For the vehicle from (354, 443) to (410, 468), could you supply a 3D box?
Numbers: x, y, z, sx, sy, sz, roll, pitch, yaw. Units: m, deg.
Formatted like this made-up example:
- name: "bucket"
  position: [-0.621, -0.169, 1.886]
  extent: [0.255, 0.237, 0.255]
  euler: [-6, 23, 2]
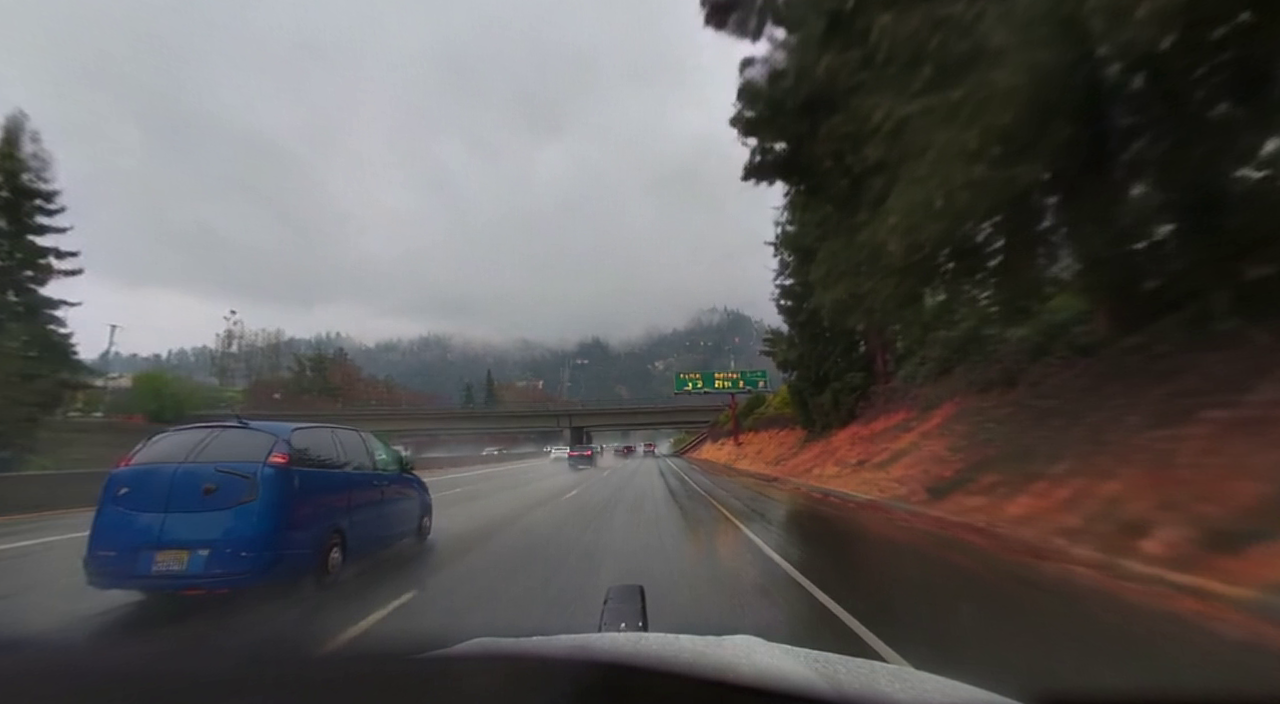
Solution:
- name: "vehicle"
  position: [-19.728, 7.956, 48.496]
  extent: [2.156, 1.806, 4.697]
  euler: [-1, -9, 3]
